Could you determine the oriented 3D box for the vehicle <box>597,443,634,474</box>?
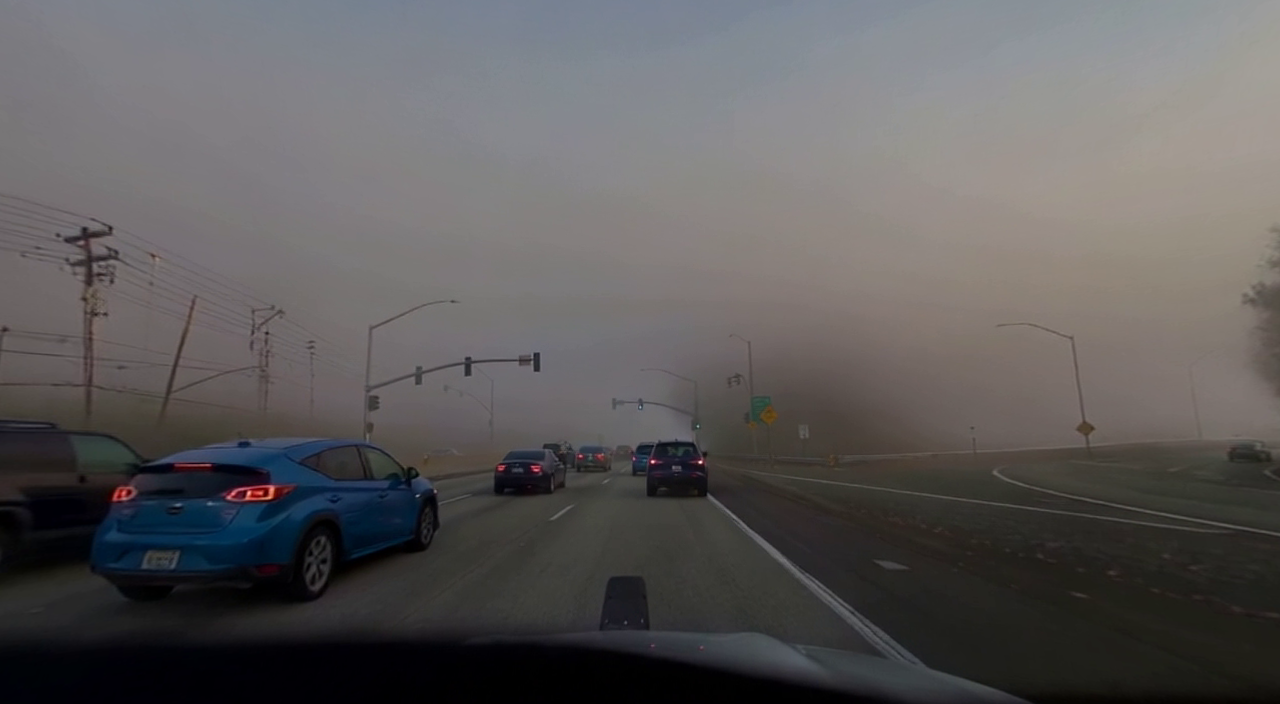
[{"bbox_3d":[-1.472,6.546,38.889,1.788,1.773,3.731,-1,-9,5],"label":"vehicle"}]

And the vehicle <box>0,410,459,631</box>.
[{"bbox_3d":[-3.755,1.593,6.999,2.018,1.621,4.441,0,-9,2],"label":"vehicle"}]

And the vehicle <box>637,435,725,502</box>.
[{"bbox_3d":[1.121,3.256,18.014,2.205,1.691,3.937,-1,-9,2],"label":"vehicle"}]

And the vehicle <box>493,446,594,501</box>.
[{"bbox_3d":[-2.740,3.570,18.984,2.105,1.436,4.311,-1,-9,4],"label":"vehicle"}]
